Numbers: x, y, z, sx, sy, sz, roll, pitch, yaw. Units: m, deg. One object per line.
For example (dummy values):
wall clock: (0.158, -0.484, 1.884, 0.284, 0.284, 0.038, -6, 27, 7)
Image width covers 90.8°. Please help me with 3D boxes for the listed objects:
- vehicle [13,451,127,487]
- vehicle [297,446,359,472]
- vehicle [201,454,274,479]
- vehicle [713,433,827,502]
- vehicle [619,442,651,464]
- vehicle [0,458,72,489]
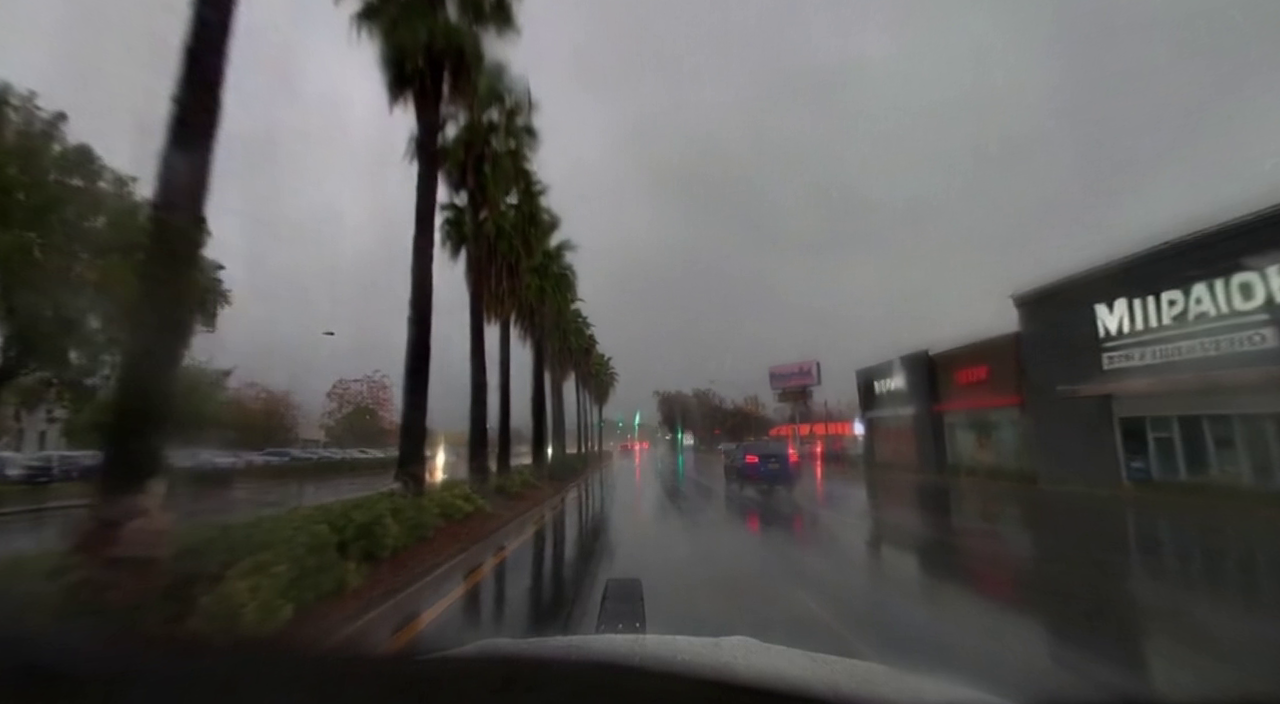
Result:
vehicle: (-32.692, 6.662, 36.423, 4.634, 1.870, 2.177, 7, -11, -39)
vehicle: (-24.326, 8.338, 49.570, 2.112, 1.821, 5.960, -2, -8, -2)
vehicle: (-27.581, 7.838, 43.517, 1.816, 1.498, 4.698, -1, -8, 2)
vehicle: (3.176, 2.916, 16.404, 1.889, 1.541, 4.303, 0, -8, -2)
vehicle: (-0.440, 7.407, 46.420, 2.258, 1.468, 4.076, 0, -8, -2)
vehicle: (-32.583, 6.265, 32.567, 1.895, 1.500, 4.615, -8, -12, 44)
